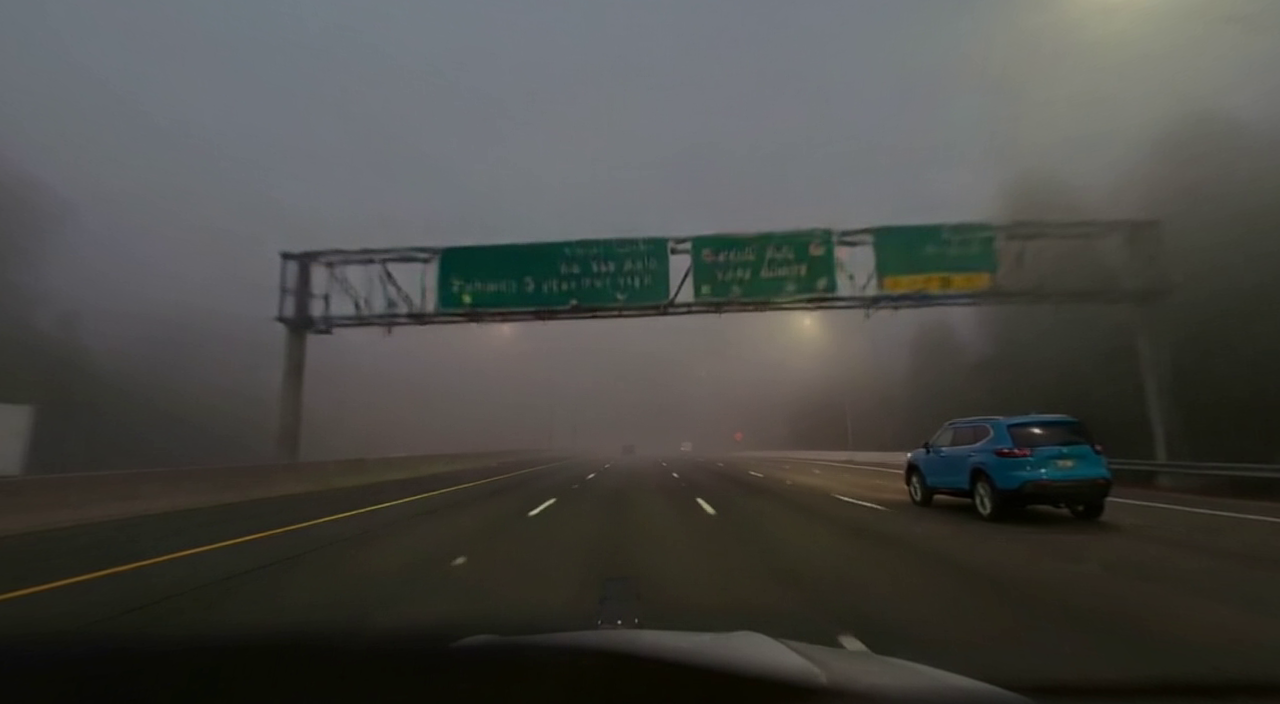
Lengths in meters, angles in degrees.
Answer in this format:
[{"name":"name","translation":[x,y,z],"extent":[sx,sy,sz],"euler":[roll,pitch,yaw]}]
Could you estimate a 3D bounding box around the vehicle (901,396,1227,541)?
[{"name":"vehicle","translation":[6.568,1.875,10.688],"extent":[2.222,1.899,4.595],"euler":[0,-8,-1]}]
